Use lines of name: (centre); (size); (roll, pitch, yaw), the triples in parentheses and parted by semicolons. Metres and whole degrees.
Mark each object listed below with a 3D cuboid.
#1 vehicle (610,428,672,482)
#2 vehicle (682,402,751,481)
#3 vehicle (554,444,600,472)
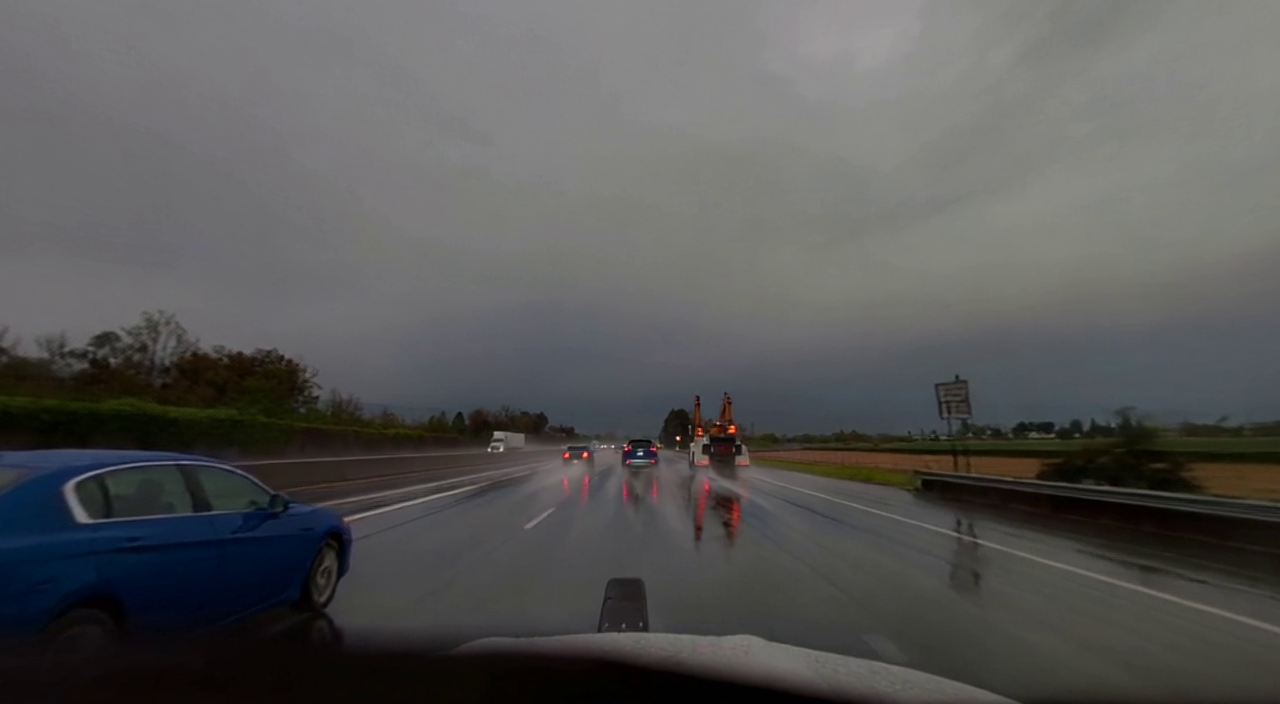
vehicle: (0.063, 4.204, 25.921); (2.308, 1.993, 4.631); (0, -8, 1)
vehicle: (4.047, 5.089, 35.611); (2.793, 3.828, 9.580); (0, -8, 1)
vehicle: (-3.478, 5.974, 35.716); (2.096, 1.469, 4.319); (0, -8, 1)
